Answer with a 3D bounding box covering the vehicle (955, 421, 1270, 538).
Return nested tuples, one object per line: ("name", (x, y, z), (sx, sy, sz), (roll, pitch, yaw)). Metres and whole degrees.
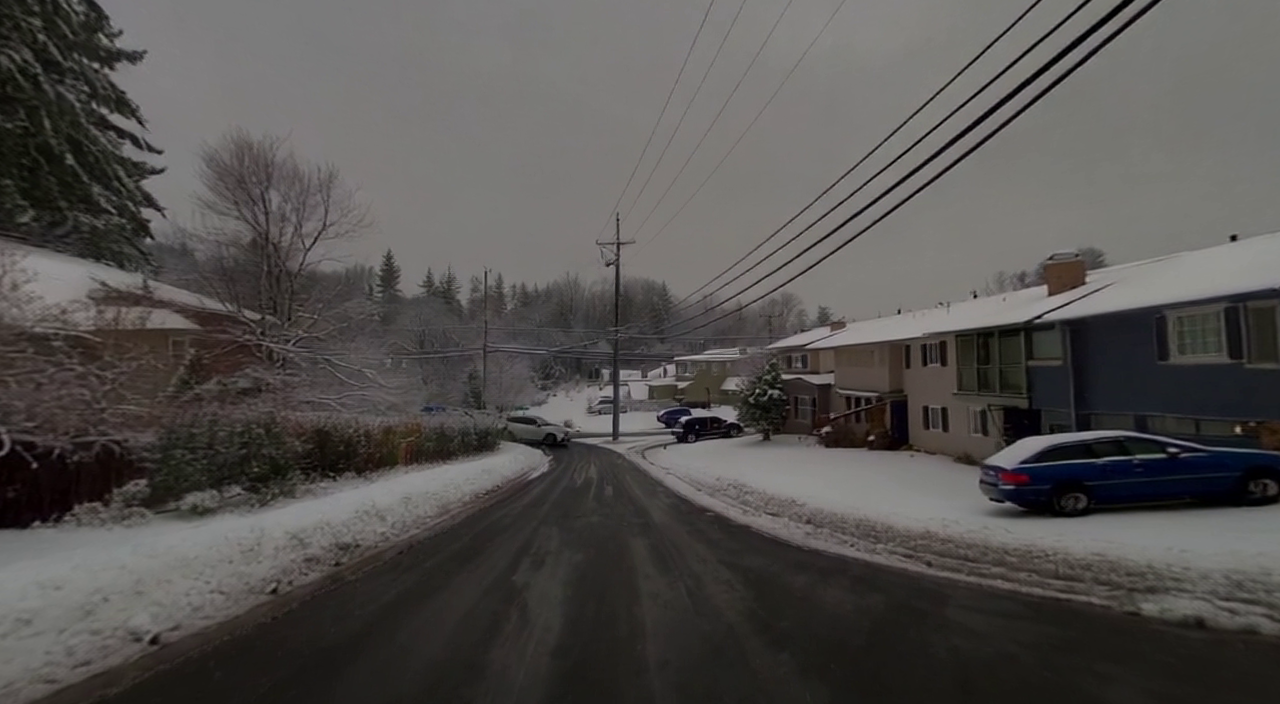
("vehicle", (9.305, 2.503, 12.427), (5.663, 1.913, 2.170), (5, -11, -21))
